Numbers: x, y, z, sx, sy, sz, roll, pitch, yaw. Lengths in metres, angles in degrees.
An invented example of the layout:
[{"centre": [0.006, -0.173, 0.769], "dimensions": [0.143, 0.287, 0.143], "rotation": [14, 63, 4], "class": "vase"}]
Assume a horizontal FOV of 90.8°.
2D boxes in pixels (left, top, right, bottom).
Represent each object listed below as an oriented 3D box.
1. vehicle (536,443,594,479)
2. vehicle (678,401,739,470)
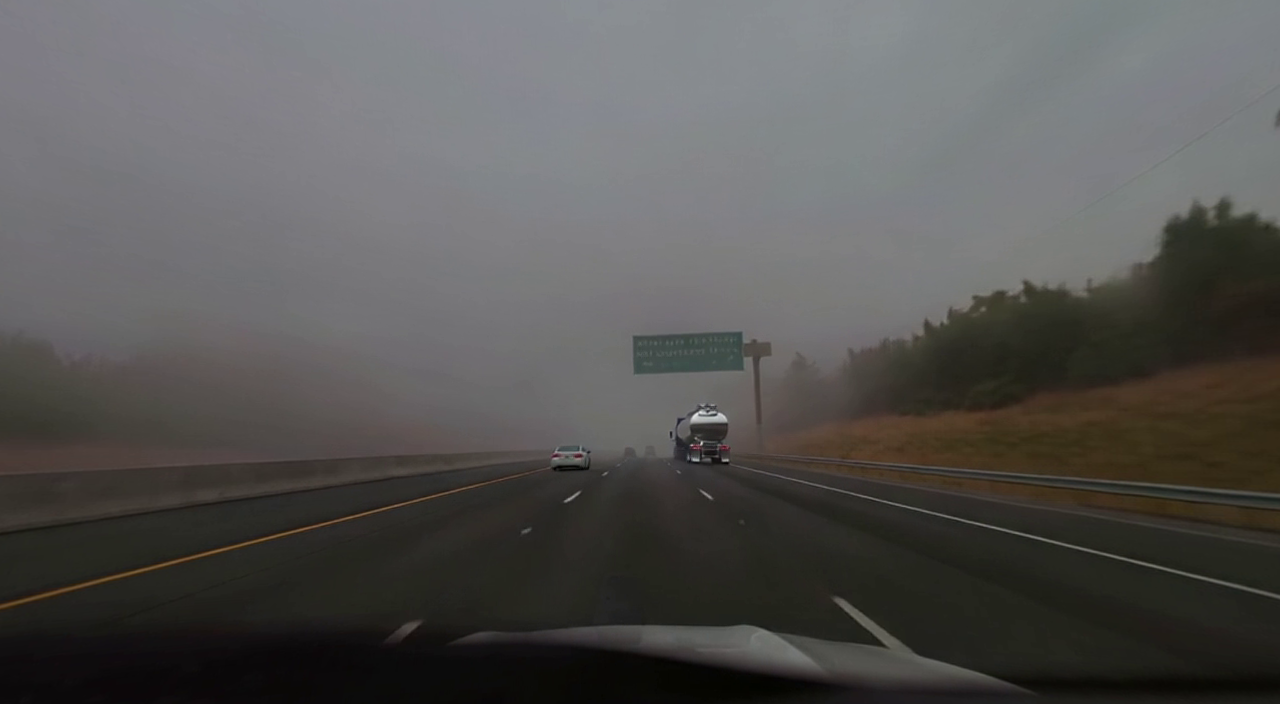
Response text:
[{"centre": [-3.302, 4.888, 28.581], "dimensions": [1.986, 1.458, 4.506], "rotation": [0, -9, 1], "class": "vehicle"}, {"centre": [3.990, 5.268, 39.109], "dimensions": [2.759, 3.734, 9.708], "rotation": [0, -9, 0], "class": "vehicle"}]
